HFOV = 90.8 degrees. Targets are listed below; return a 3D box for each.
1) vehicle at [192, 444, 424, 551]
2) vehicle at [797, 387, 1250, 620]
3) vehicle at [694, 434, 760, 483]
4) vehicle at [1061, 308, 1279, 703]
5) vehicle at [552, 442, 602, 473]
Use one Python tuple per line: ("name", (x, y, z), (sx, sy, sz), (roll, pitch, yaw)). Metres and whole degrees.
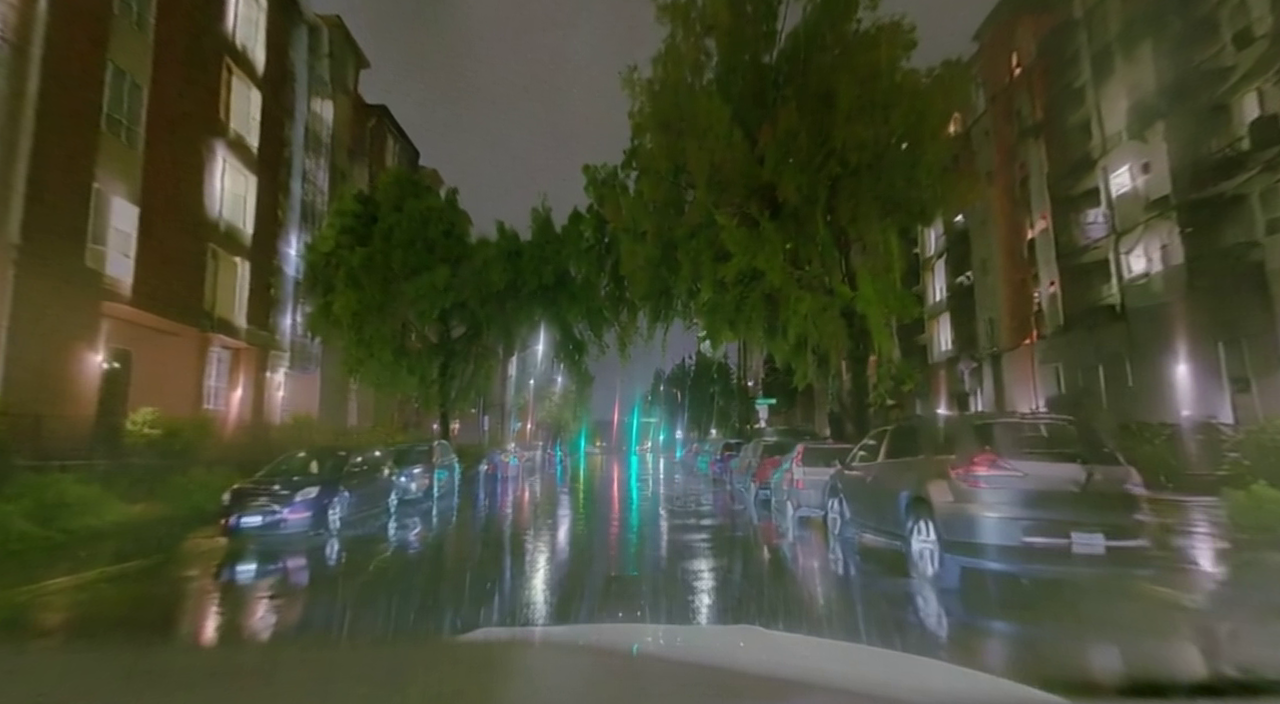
("vehicle", (-5.466, 2.392, 11.203), (1.647, 1.481, 4.433), (0, -8, 1))
("vehicle", (3.501, 1.492, 7.264), (1.972, 1.725, 4.956), (0, -8, -2))
("vehicle", (3.288, 4.117, 24.710), (1.797, 1.717, 4.384), (0, -8, -2))
("vehicle", (3.393, 0.547, 1.079), (1.835, 1.809, 4.997), (0, -8, -1))
("vehicle", (-3.205, 5.457, 32.850), (1.939, 1.504, 4.121), (-1, -8, 3))
